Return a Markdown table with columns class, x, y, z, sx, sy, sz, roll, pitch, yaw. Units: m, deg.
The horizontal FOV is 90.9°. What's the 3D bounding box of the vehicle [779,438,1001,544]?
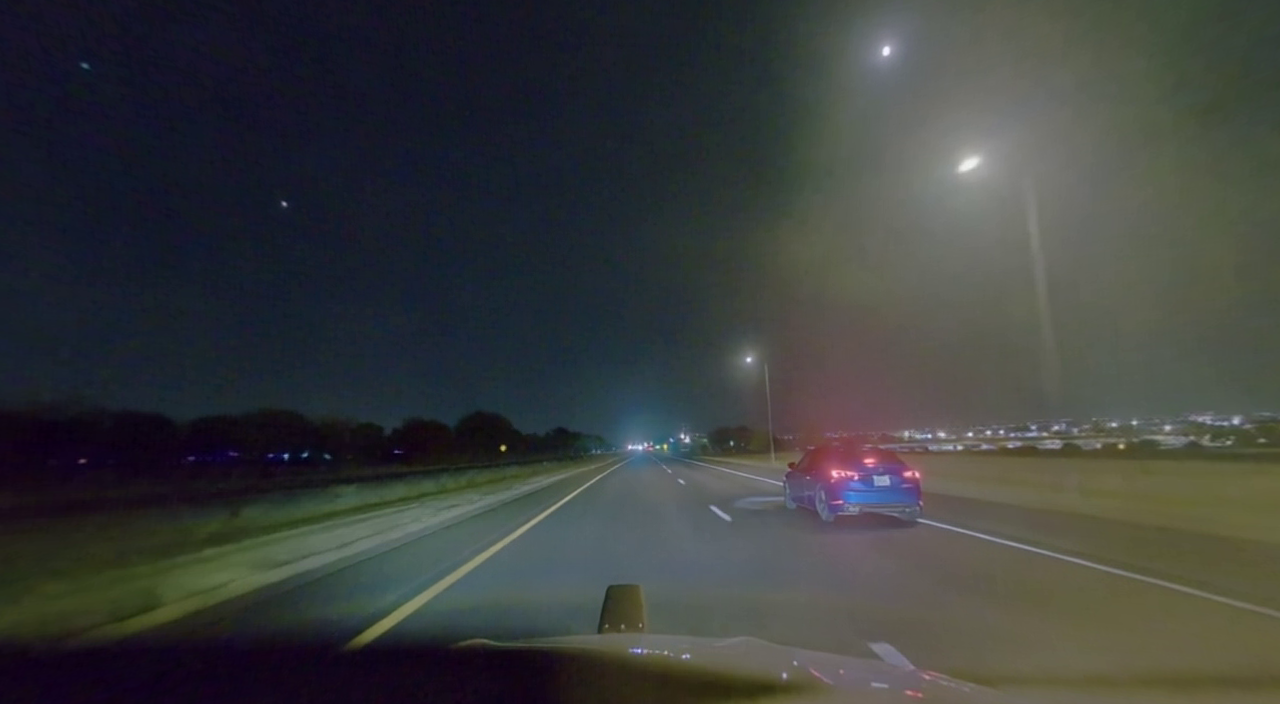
| class | x | y | z | sx | sy | sz | roll | pitch | yaw |
| --- | --- | --- | --- | --- | --- | --- | --- | --- | --- |
| vehicle | 4.145 | 2.369 | 11.537 | 2.053 | 1.490 | 4.799 | 0 | -8 | 0 |
